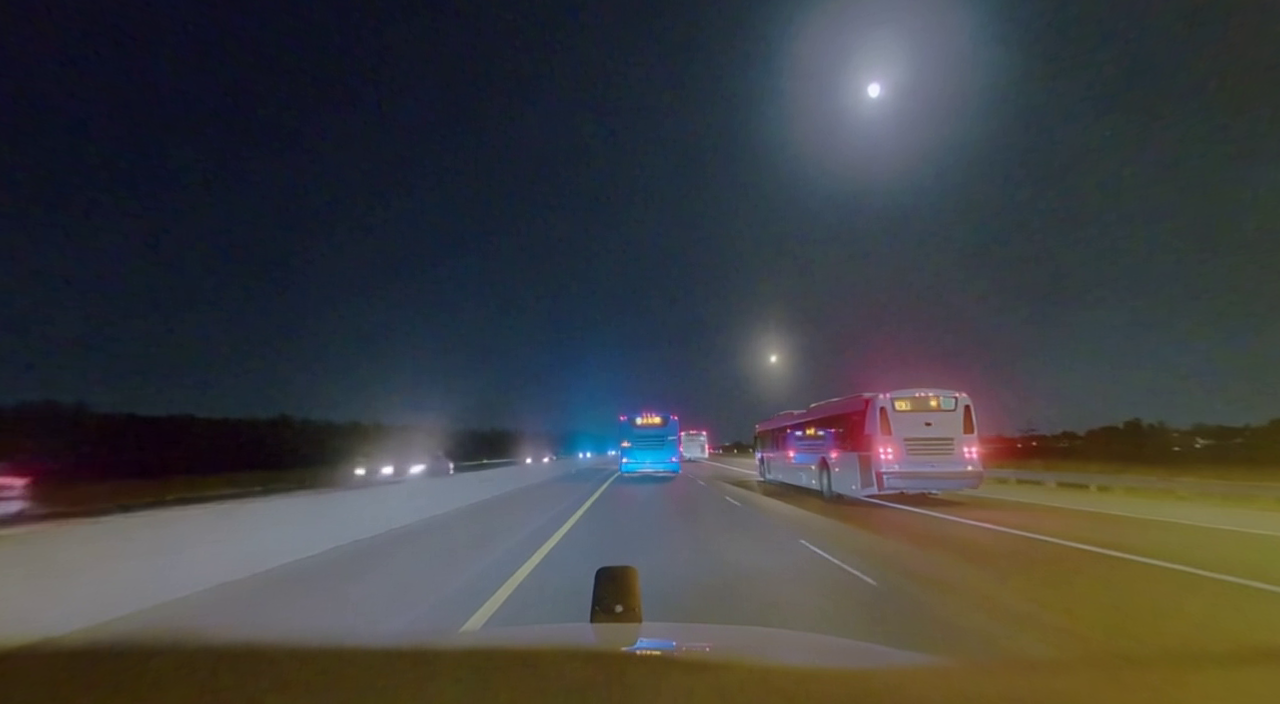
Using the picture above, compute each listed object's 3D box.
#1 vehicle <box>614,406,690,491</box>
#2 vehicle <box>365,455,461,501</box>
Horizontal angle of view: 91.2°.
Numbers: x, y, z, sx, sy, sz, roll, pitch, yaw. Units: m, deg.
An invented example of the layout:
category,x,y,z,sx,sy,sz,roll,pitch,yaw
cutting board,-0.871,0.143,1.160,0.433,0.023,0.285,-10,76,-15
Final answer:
category,x,y,z,sx,sy,sz,roll,pitch,yaw
vehicle,0.346,3.523,22.972,2.414,2.675,5.574,0,-9,-1
vehicle,-8.588,4.789,24.194,1.941,1.525,4.719,-1,-9,0
